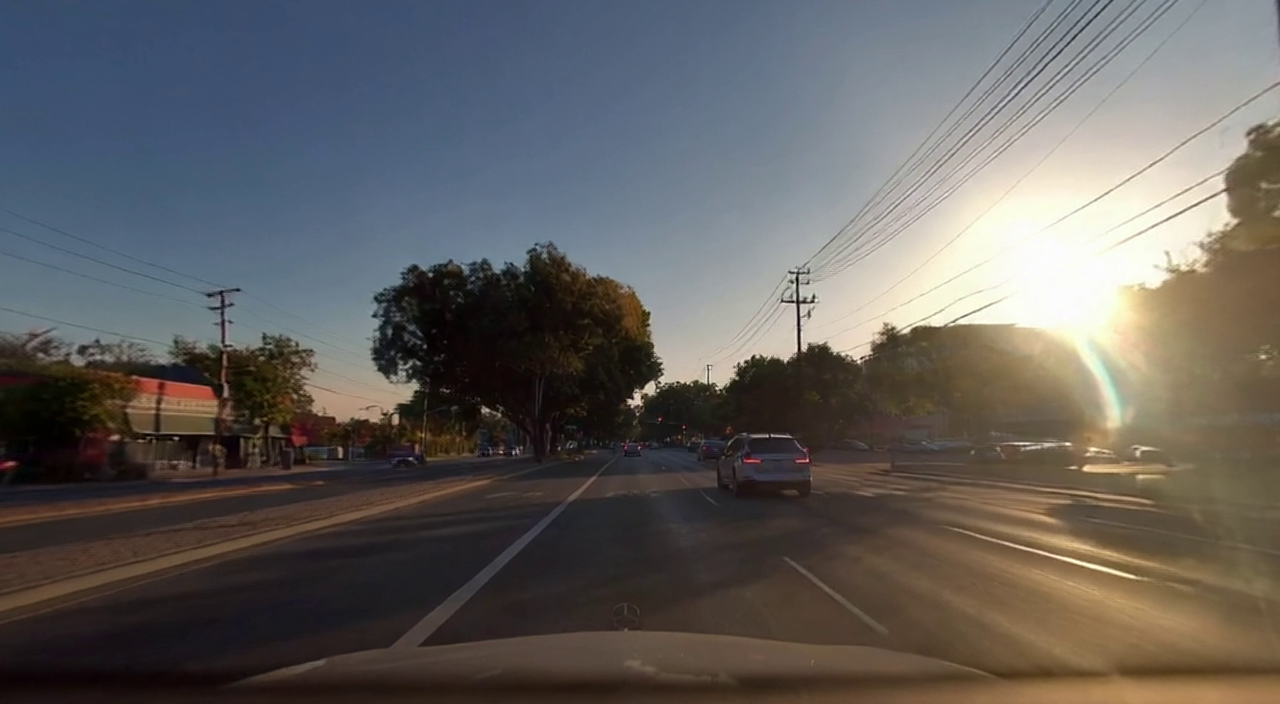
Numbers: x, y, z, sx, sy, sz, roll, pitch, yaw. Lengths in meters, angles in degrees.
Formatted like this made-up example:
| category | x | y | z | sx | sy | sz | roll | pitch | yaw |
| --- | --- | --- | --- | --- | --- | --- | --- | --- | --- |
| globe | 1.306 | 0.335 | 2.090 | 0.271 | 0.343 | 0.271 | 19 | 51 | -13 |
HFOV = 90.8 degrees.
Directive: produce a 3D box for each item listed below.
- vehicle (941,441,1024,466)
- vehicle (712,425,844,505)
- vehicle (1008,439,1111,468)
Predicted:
| category | x | y | z | sx | sy | sz | roll | pitch | yaw |
| --- | --- | --- | --- | --- | --- | --- | --- | --- | --- |
| vehicle | 24.852 | 7.375 | 46.011 | 4.798 | 1.699 | 2.039 | 0 | -9 | 1 |
| vehicle | 3.209 | 2.738 | 15.684 | 2.128 | 1.699 | 4.222 | 0 | -9 | -3 |
| vehicle | 24.641 | 5.982 | 37.217 | 4.599 | 1.647 | 1.924 | 0 | -9 | 1 |
